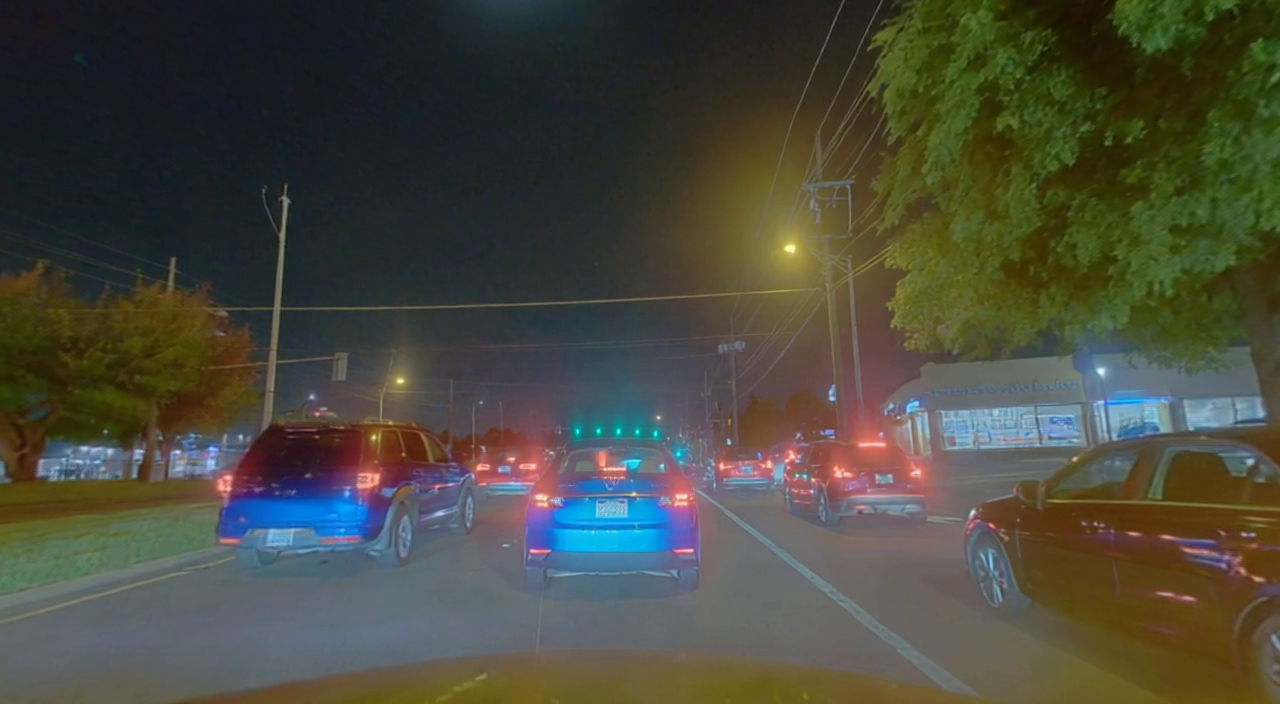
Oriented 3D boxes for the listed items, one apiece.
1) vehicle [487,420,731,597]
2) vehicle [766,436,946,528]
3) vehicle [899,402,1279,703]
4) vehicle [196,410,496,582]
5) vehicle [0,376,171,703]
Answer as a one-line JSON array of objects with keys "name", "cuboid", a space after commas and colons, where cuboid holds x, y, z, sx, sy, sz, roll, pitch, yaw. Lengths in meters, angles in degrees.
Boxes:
[{"name": "vehicle", "cuboid": [-0.315, 1.636, 7.416, 2.097, 1.511, 3.809, 0, -9, -2]}, {"name": "vehicle", "cuboid": [3.933, 2.428, 12.424, 1.909, 1.473, 4.361, 0, -9, -1]}, {"name": "vehicle", "cuboid": [3.664, 1.189, 4.184, 1.929, 1.479, 4.723, 0, -9, 1]}, {"name": "vehicle", "cuboid": [-3.419, 1.750, 8.485, 1.979, 1.697, 4.254, 0, -9, 0]}, {"name": "vehicle", "cuboid": [-2.839, 0.574, 0.146, 1.984, 1.496, 4.530, 0, -9, 0]}]
